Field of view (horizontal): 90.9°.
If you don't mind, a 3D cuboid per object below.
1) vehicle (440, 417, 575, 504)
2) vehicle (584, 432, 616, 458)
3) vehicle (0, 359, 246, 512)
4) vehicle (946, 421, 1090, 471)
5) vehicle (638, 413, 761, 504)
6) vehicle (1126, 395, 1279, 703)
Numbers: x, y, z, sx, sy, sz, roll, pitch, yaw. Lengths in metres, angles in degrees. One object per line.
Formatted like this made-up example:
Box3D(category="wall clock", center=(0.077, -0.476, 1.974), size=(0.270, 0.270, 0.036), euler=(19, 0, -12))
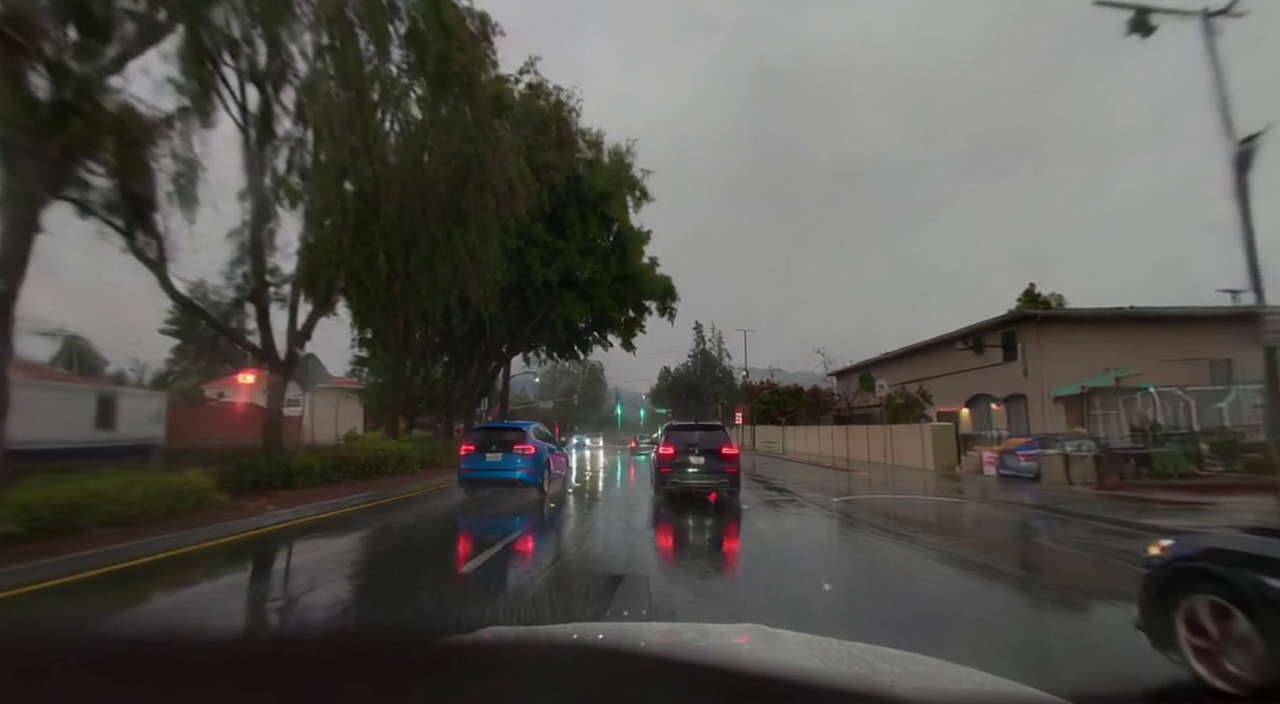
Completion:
Box3D(category="vehicle", center=(-2.827, 2.463, 14.717), size=(2.043, 1.687, 4.676), euler=(0, -8, 1))
Box3D(category="vehicle", center=(-2.916, 6.832, 46.282), size=(2.014, 1.755, 4.360), euler=(0, -8, 1))
Box3D(category="vehicle", center=(-15.109, 2.213, 16.427), size=(2.901, 3.276, 9.720), euler=(0, -8, 3))
Box3D(category="vehicle", center=(15.974, 3.953, 27.008), size=(2.032, 1.877, 4.876), euler=(1, -7, -25))
Box3D(category="vehicle", center=(1.151, 2.391, 14.502), size=(2.280, 1.747, 4.361), euler=(0, -8, -2))
Box3D(category="vehicle", center=(3.543, 0.697, 0.944), size=(2.017, 1.491, 4.611), euler=(0, -8, 1))
